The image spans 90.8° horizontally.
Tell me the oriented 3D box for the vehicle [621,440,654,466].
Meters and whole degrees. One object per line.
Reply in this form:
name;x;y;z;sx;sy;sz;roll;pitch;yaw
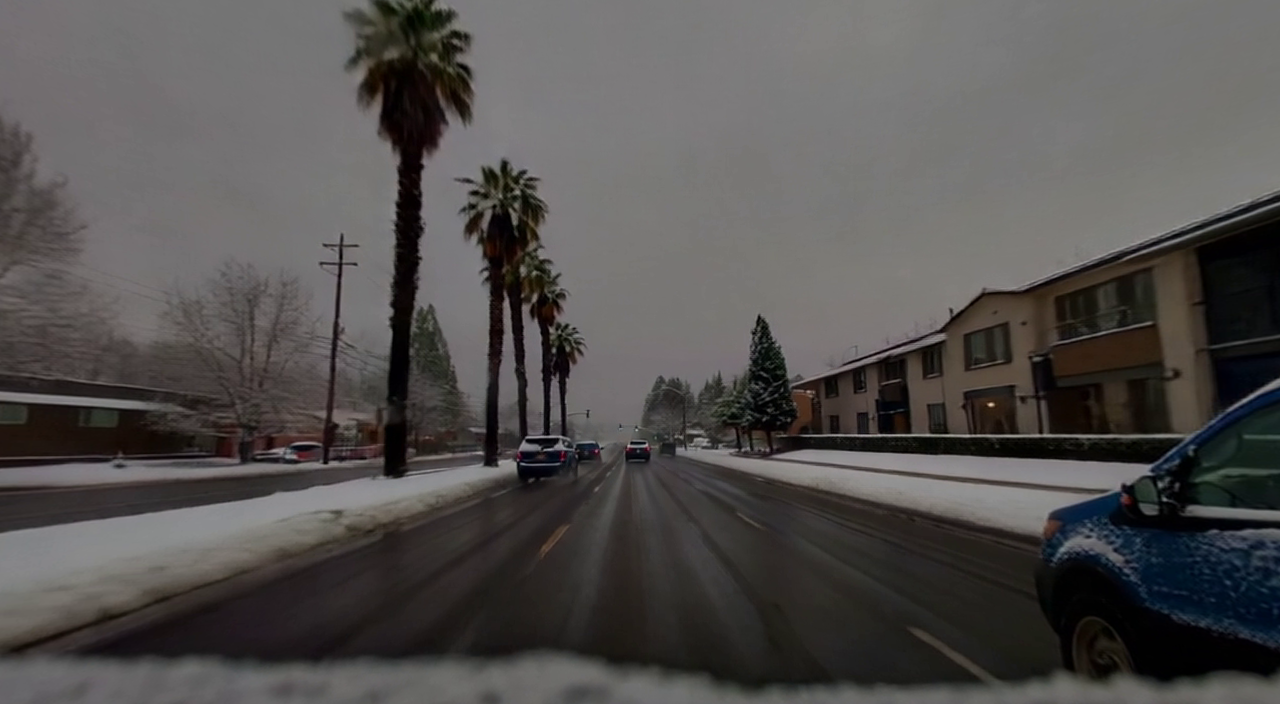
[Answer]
vehicle;-0.201;7.033;44.068;2.191;1.761;3.857;0;-9;-2

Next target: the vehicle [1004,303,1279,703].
vehicle;3.752;0.681;2.028;2.234;1.912;4.847;0;-9;0

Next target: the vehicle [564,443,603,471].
vehicle;-3.068;5.812;35.096;1.869;1.454;4.142;0;-9;-1

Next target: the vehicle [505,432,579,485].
vehicle;-3.409;3.801;22.709;1.967;1.703;4.157;0;-9;0
